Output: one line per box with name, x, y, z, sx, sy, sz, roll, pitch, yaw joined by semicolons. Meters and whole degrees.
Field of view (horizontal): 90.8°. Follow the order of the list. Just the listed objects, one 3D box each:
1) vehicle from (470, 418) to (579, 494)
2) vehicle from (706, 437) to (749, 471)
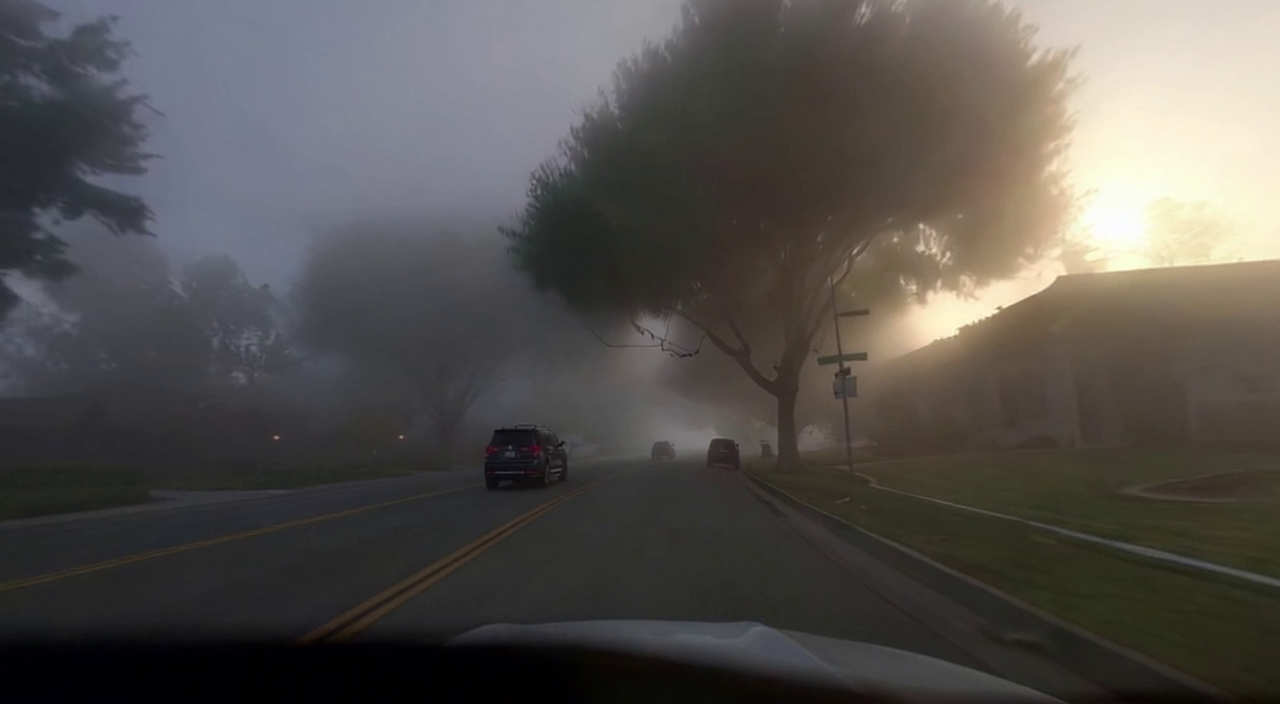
vehicle;-3.457;3.259;20.154;2.085;2.084;5.133;-1;-8;5
vehicle;4.641;5.392;33.598;2.040;1.643;4.446;-1;-9;8
